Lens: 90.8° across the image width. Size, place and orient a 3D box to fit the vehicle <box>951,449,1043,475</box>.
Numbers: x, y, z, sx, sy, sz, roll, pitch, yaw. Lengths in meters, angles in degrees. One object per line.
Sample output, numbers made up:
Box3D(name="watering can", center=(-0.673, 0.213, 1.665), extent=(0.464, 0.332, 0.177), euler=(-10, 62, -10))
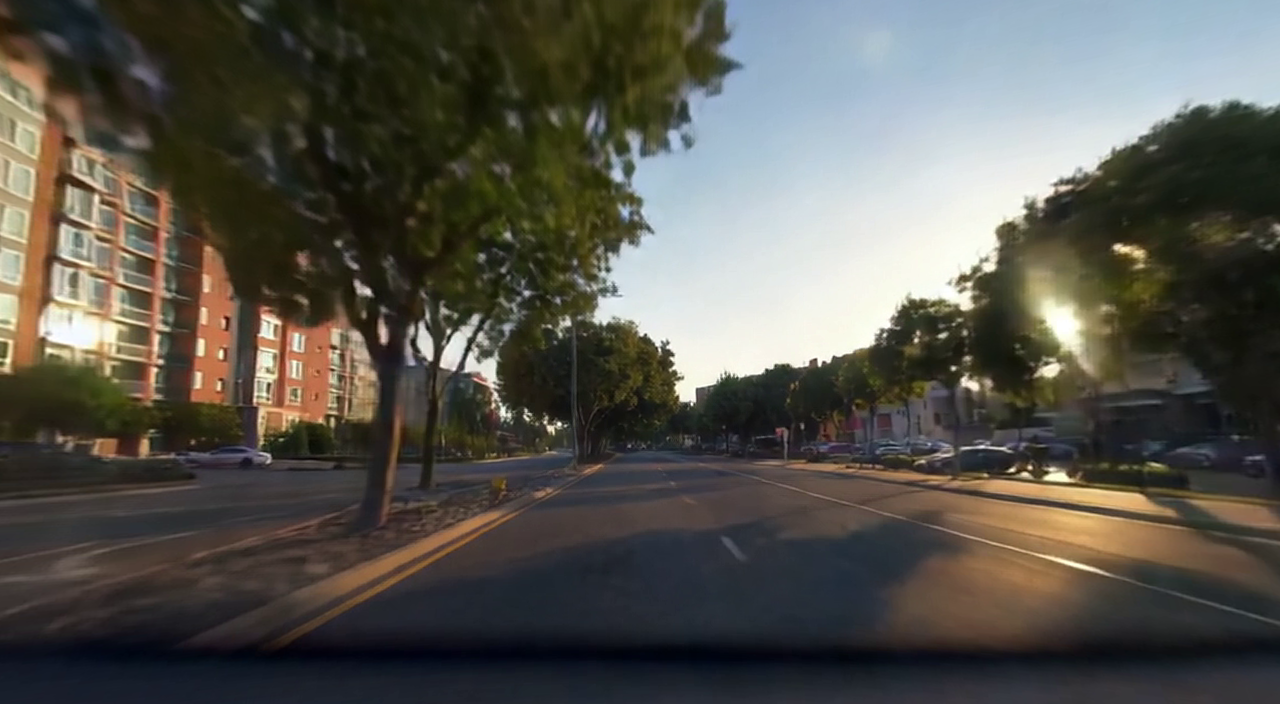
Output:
Box3D(name="vehicle", center=(20.082, 6.184, 35.646), extent=(3.975, 1.387, 1.914), euler=(0, -9, -2))

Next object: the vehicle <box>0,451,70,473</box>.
Box3D(name="vehicle", center=(-43.165, 7.780, 44.687), extent=(1.766, 1.435, 4.268), euler=(0, -9, -1))

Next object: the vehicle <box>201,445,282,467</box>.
Box3D(name="vehicle", center=(-29.785, 7.762, 47.269), extent=(4.693, 1.572, 1.999), euler=(0, -9, 0))
